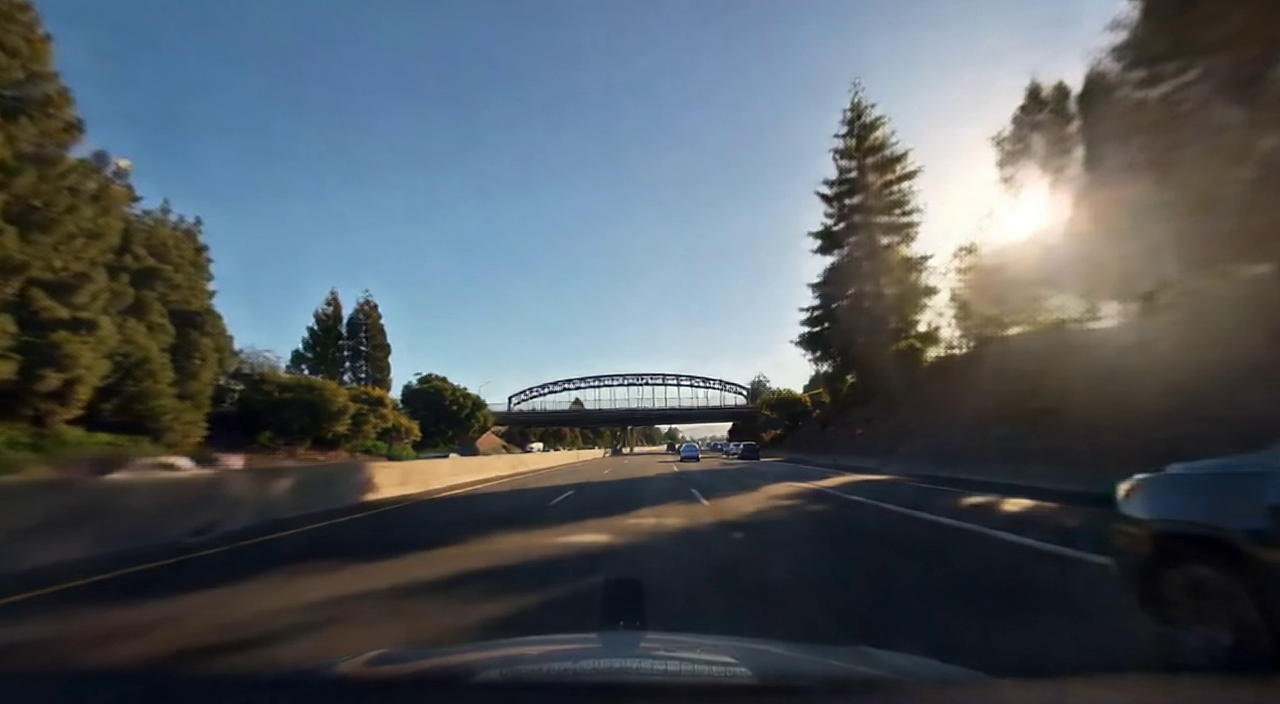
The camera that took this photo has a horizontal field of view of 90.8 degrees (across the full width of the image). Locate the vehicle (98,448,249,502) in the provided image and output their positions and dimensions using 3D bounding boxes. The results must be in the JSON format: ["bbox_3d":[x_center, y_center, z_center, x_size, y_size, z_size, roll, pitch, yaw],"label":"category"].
[{"bbox_3d":[-17.705,4.646,24.353,2.065,1.822,4.806,0,-9,1],"label":"vehicle"}]

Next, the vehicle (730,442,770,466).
[{"bbox_3d":[7.574,7.059,43.809,1.989,1.529,4.375,0,-9,0],"label":"vehicle"}]

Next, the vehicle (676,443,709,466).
[{"bbox_3d":[3.557,7.042,43.570,1.981,1.471,4.342,0,-9,1],"label":"vehicle"}]

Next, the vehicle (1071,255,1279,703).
[{"bbox_3d":[3.876,0.363,0.649,2.693,2.044,5.882,0,-9,0],"label":"vehicle"}]

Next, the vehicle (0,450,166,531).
[{"bbox_3d":[-14.594,3.281,15.544,2.106,1.674,4.768,0,-9,0],"label":"vehicle"}]
